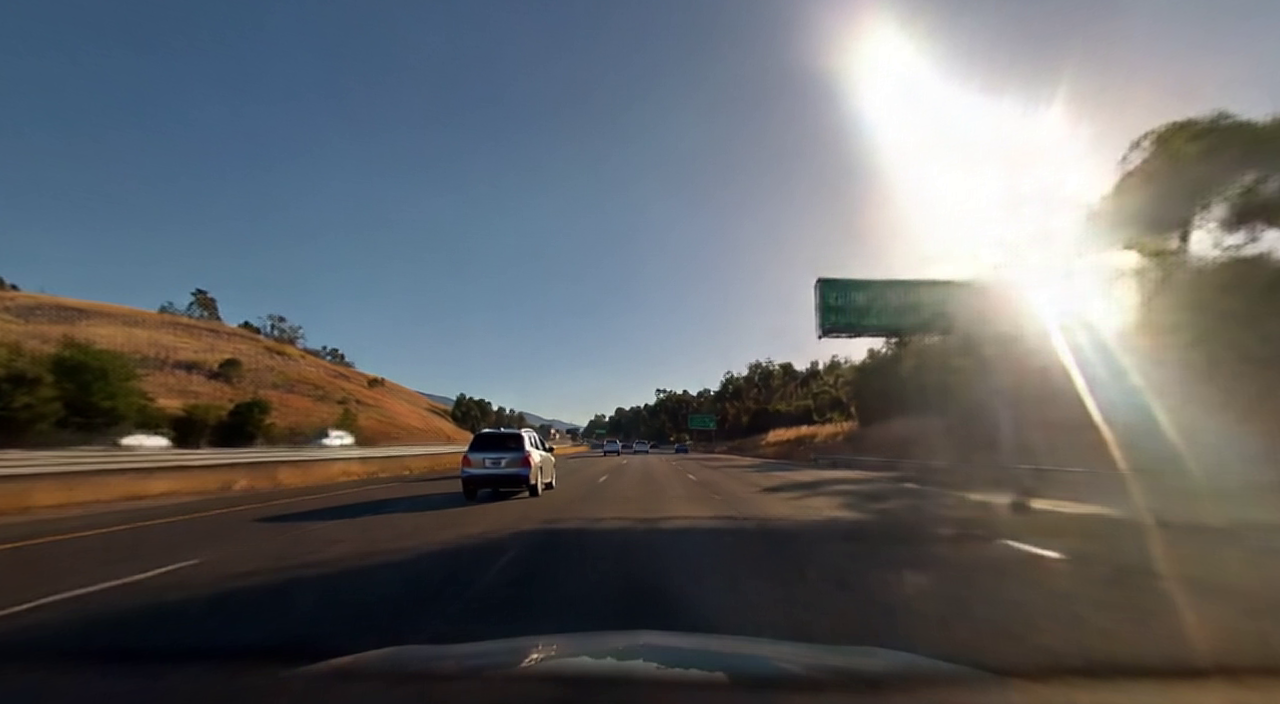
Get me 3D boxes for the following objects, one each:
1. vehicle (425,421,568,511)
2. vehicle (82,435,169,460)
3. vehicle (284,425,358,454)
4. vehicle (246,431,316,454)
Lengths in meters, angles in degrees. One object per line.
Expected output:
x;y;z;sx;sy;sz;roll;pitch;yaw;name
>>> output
-3.236;2.717;15.445;2.218;1.848;4.789;0;-9;2;vehicle
-32.211;6.011;39.671;1.783;1.513;4.313;0;-9;0;vehicle
-23.917;6.636;47.620;2.243;1.985;6.208;0;-9;1;vehicle
-28.085;7.169;49.585;2.144;1.674;5.580;0;-9;1;vehicle
